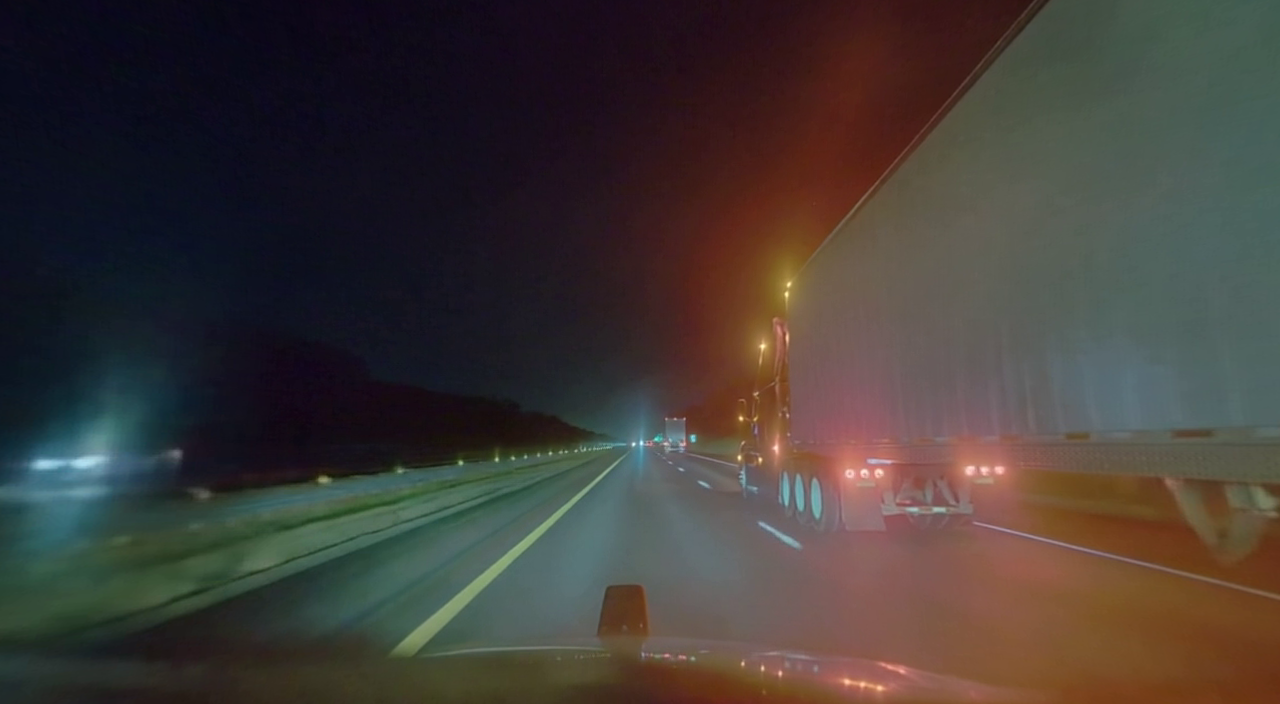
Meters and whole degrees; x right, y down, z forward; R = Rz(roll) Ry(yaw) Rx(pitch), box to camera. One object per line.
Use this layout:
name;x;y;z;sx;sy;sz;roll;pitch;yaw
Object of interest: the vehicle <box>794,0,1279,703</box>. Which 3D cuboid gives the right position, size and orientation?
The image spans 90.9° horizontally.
vehicle;4.026;-0.222;1.974;2.976;4.114;16.788;0;-8;0
